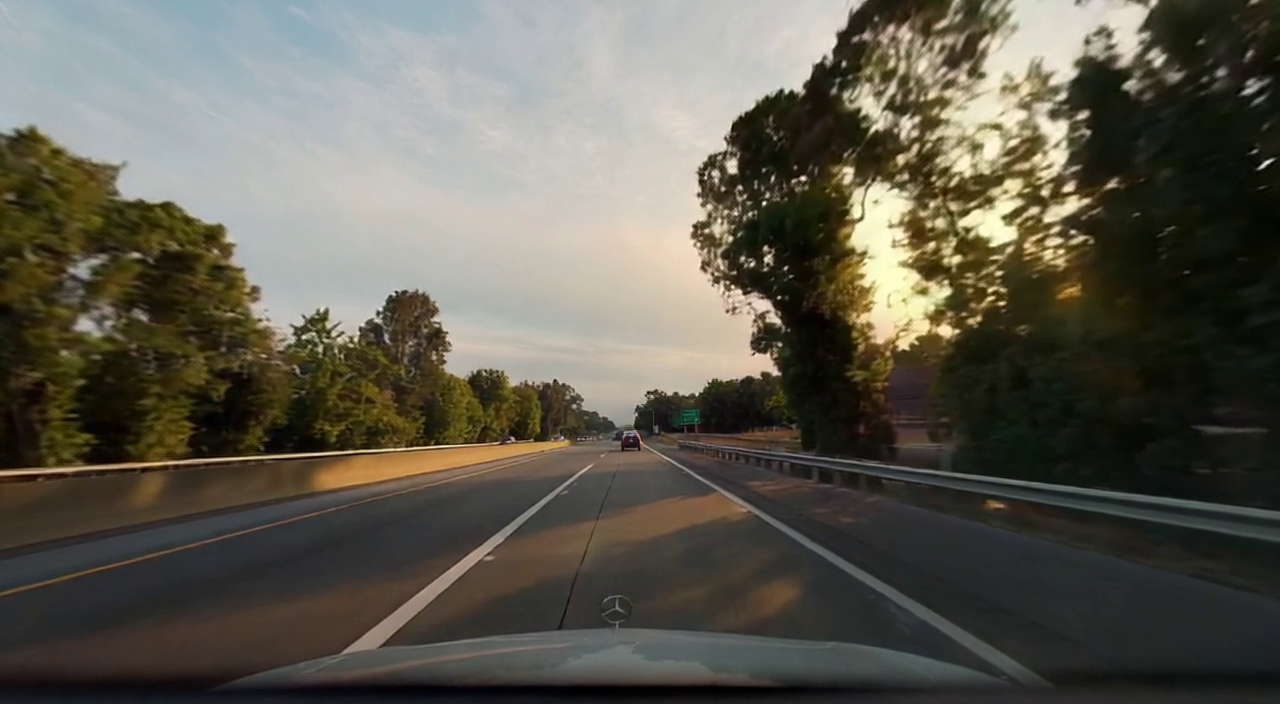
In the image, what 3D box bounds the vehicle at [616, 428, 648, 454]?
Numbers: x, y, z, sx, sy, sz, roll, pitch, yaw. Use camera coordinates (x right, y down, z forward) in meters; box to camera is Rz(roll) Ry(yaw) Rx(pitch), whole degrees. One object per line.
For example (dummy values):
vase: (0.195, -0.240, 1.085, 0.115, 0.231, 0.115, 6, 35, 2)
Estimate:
vehicle: (-0.613, 6.757, 47.918, 2.295, 1.861, 4.564, 0, -8, -1)
